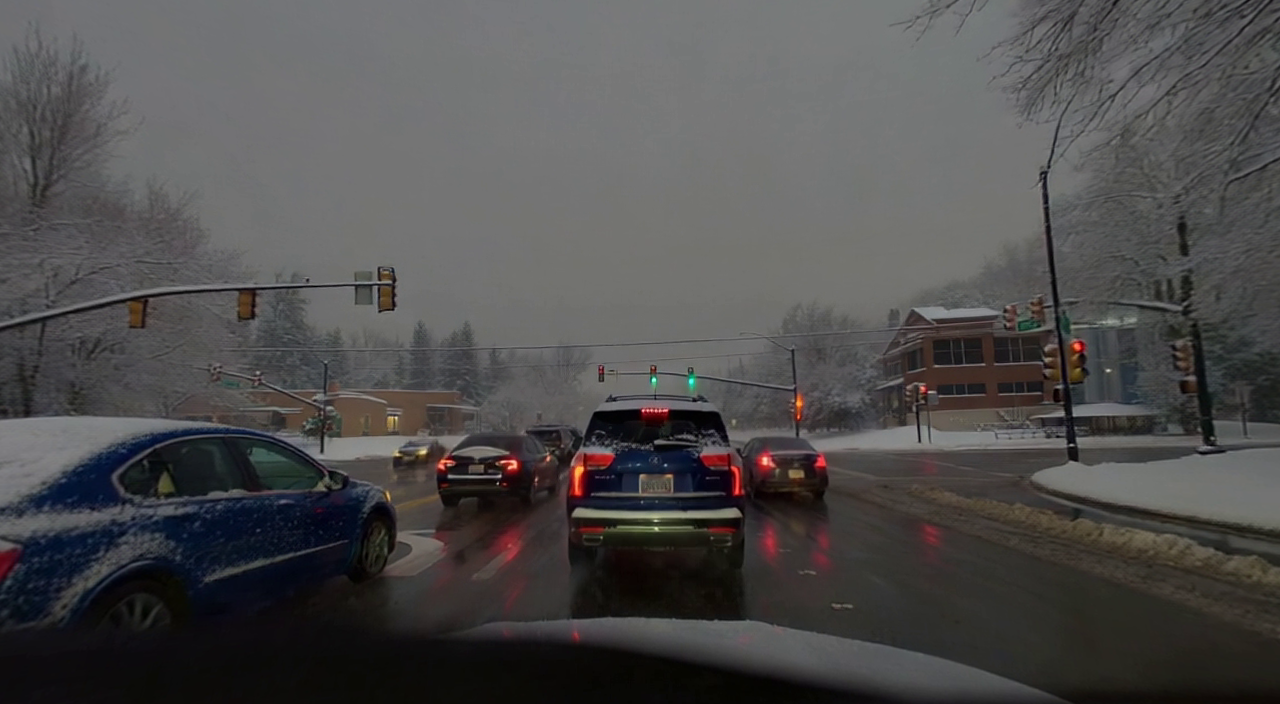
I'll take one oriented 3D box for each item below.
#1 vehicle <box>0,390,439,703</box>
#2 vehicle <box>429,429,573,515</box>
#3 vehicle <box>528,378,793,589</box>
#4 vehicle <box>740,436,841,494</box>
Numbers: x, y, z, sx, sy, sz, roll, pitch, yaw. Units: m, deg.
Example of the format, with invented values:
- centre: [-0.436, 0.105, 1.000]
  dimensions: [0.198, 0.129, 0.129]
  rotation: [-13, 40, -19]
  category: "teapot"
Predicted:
- centre: [-3.224, 1.207, 4.451]
  dimensions: [1.958, 1.494, 4.624]
  rotation: [0, -8, 2]
  category: "vehicle"
- centre: [-2.687, 2.420, 13.247]
  dimensions: [1.851, 1.502, 4.042]
  rotation: [0, -8, 4]
  category: "vehicle"
- centre: [0.212, 1.452, 7.736]
  dimensions: [2.300, 1.832, 4.331]
  rotation: [0, -8, 1]
  category: "vehicle"
- centre: [4.143, 3.152, 17.995]
  dimensions: [1.979, 1.453, 4.011]
  rotation: [0, -8, 1]
  category: "vehicle"
